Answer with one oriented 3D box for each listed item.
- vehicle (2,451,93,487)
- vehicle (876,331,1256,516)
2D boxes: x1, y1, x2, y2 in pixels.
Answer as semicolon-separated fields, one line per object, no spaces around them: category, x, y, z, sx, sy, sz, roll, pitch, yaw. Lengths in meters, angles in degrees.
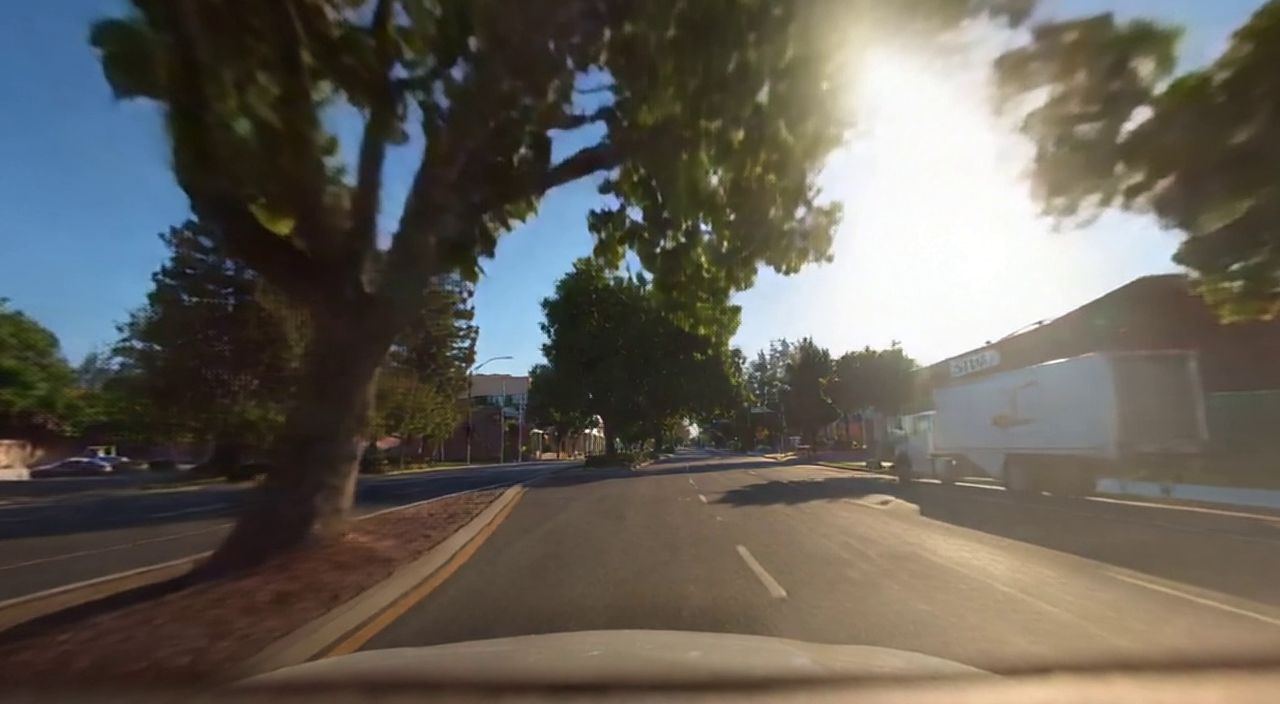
vehicle;-45.212;8.879;48.423;2.318;2.515;5.911;2;-9;-14
vehicle;10.010;2.129;17.322;2.946;3.506;10.682;0;-9;0
